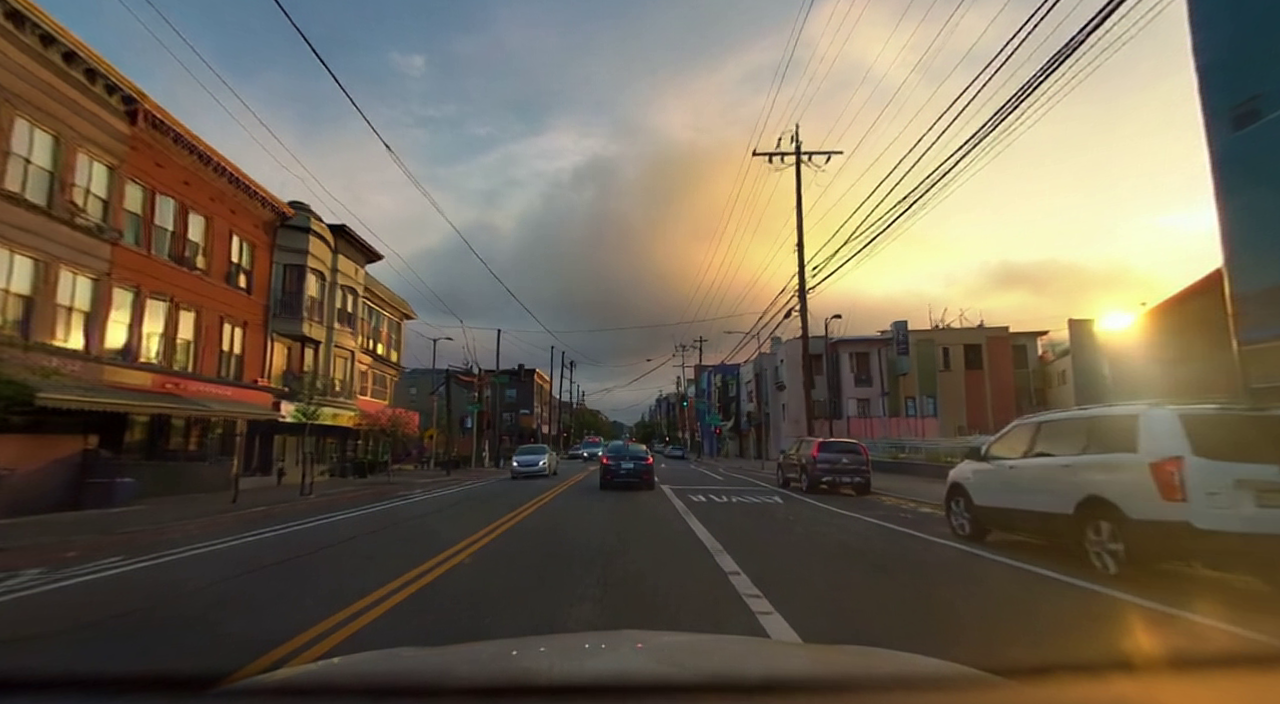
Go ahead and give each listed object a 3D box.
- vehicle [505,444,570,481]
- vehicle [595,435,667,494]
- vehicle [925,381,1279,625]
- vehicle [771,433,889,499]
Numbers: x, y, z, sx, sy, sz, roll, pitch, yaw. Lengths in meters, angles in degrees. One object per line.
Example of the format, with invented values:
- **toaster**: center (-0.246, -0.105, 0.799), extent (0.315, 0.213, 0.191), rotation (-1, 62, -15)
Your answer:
- **vehicle**: center (-4.459, 4.872, 28.210), extent (2.181, 1.500, 4.319), rotation (0, -8, 0)
- **vehicle**: center (-0.267, 3.416, 19.486), extent (1.980, 1.635, 3.795), rotation (0, -8, 0)
- **vehicle**: center (6.134, 1.713, 8.300), extent (2.208, 2.106, 5.496), rotation (0, -9, 0)
- **vehicle**: center (6.166, 3.765, 21.413), extent (2.197, 1.917, 5.637), rotation (0, -8, -1)
